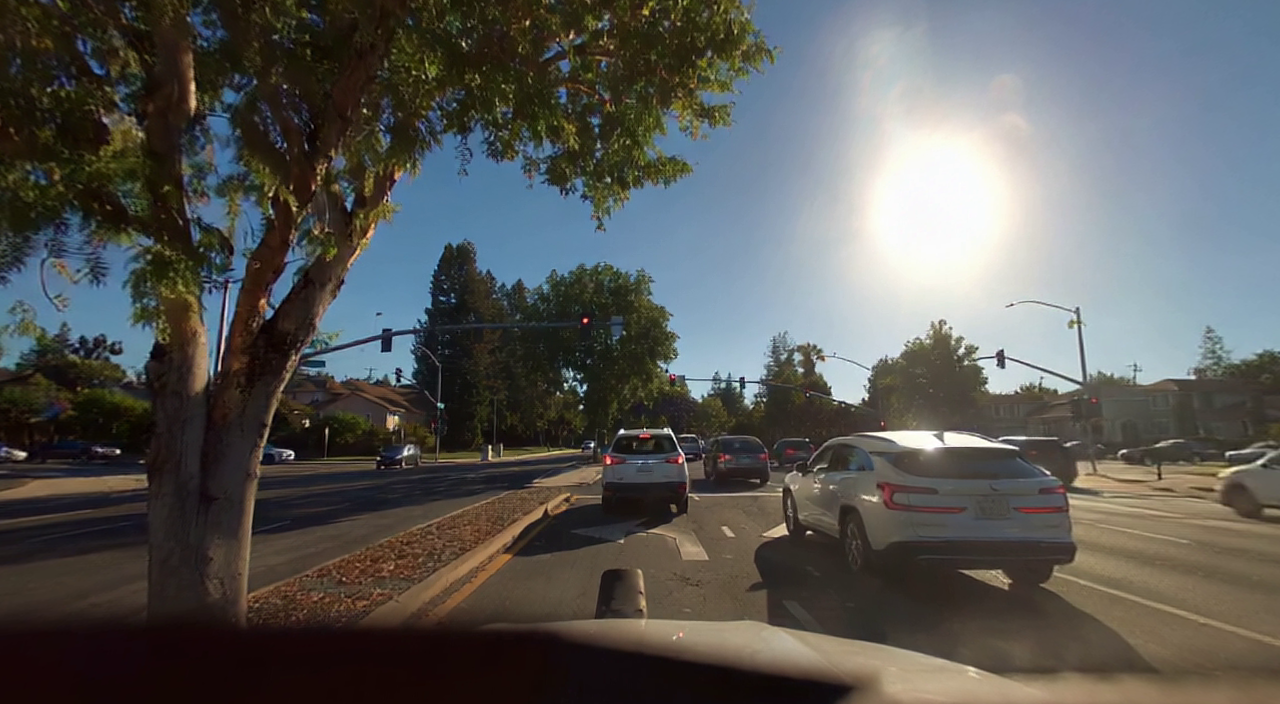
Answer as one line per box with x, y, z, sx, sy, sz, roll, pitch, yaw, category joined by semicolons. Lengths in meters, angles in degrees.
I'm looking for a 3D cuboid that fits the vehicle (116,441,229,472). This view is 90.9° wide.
-26.341;5.883;35.634;4.724;1.630;1.968;0;-8;-3;vehicle

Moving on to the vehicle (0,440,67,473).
-35.041;5.778;34.937;4.465;1.693;1.959;2;-9;-1;vehicle

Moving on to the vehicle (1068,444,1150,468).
33.098;7.360;44.520;4.215;1.618;1.949;0;-8;-2;vehicle

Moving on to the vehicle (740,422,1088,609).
2.553;1.642;7.323;2.009;1.480;4.423;0;-8;-1;vehicle

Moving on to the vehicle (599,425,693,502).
0.073;2.788;16.158;2.099;1.705;4.020;0;-8;-2;vehicle

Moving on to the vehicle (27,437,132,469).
-36.855;6.628;41.532;4.771;1.778;2.032;3;-8;-2;vehicle
